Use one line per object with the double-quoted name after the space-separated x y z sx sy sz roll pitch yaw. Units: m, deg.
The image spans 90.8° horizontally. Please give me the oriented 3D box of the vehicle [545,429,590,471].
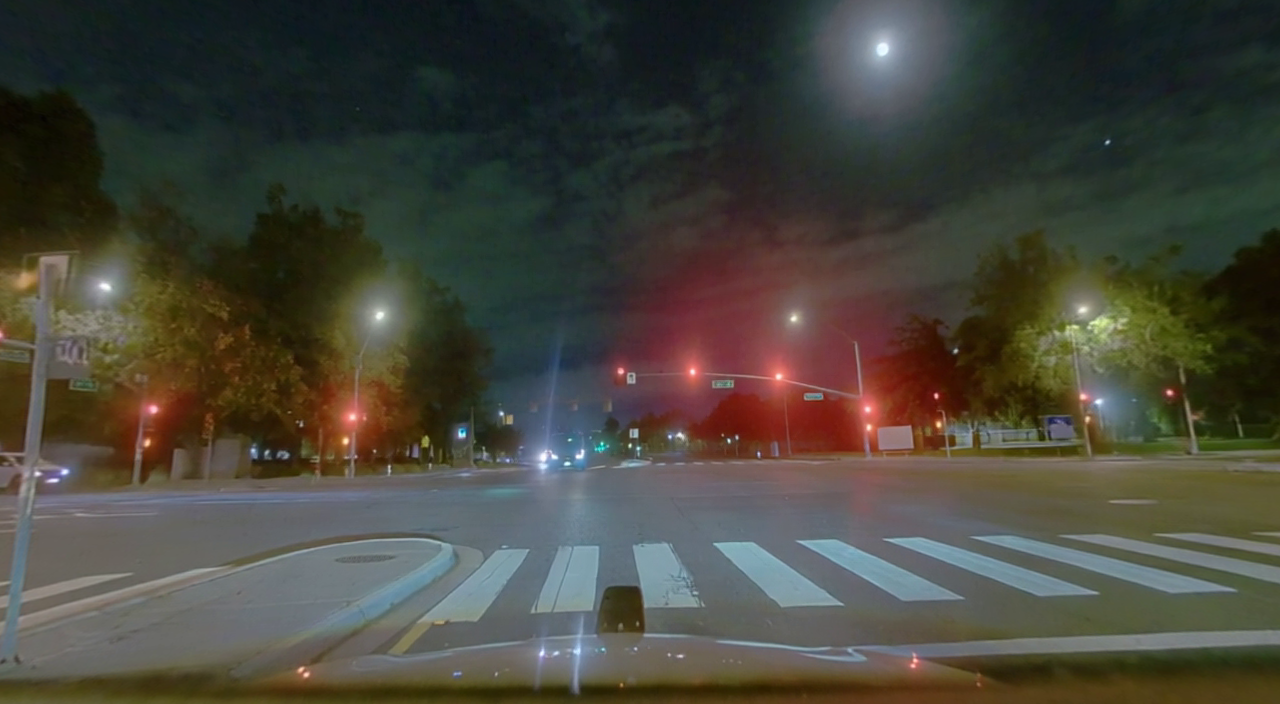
-4.425 6.100 39.493 2.465 2.404 5.791 0 -8 -3 "vehicle"
